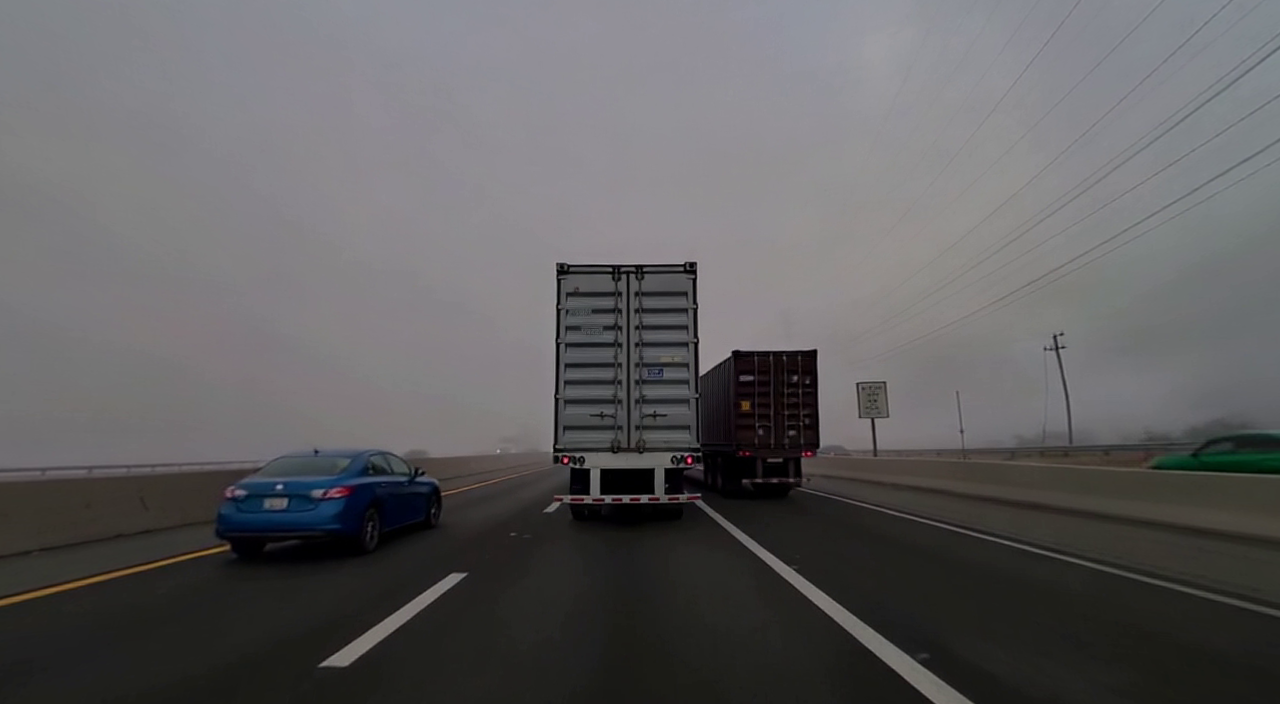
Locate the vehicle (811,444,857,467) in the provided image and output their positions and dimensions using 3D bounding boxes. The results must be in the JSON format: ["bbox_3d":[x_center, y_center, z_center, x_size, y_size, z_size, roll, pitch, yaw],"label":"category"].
[{"bbox_3d":[12.752,6.799,41.748,1.766,1.452,3.703,0,-9,-2],"label":"vehicle"}]

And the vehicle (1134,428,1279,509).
[{"bbox_3d":[13.424,2.450,13.594,2.020,1.546,4.336,0,-9,-1],"label":"vehicle"}]

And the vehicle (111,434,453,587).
[{"bbox_3d":[-4.211,1.913,8.571,1.993,1.475,4.540,0,-9,0],"label":"vehicle"}]

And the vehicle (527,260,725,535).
[{"bbox_3d":[-0.213,1.505,15.338,2.841,4.071,12.046,0,-9,0],"label":"vehicle"}]
